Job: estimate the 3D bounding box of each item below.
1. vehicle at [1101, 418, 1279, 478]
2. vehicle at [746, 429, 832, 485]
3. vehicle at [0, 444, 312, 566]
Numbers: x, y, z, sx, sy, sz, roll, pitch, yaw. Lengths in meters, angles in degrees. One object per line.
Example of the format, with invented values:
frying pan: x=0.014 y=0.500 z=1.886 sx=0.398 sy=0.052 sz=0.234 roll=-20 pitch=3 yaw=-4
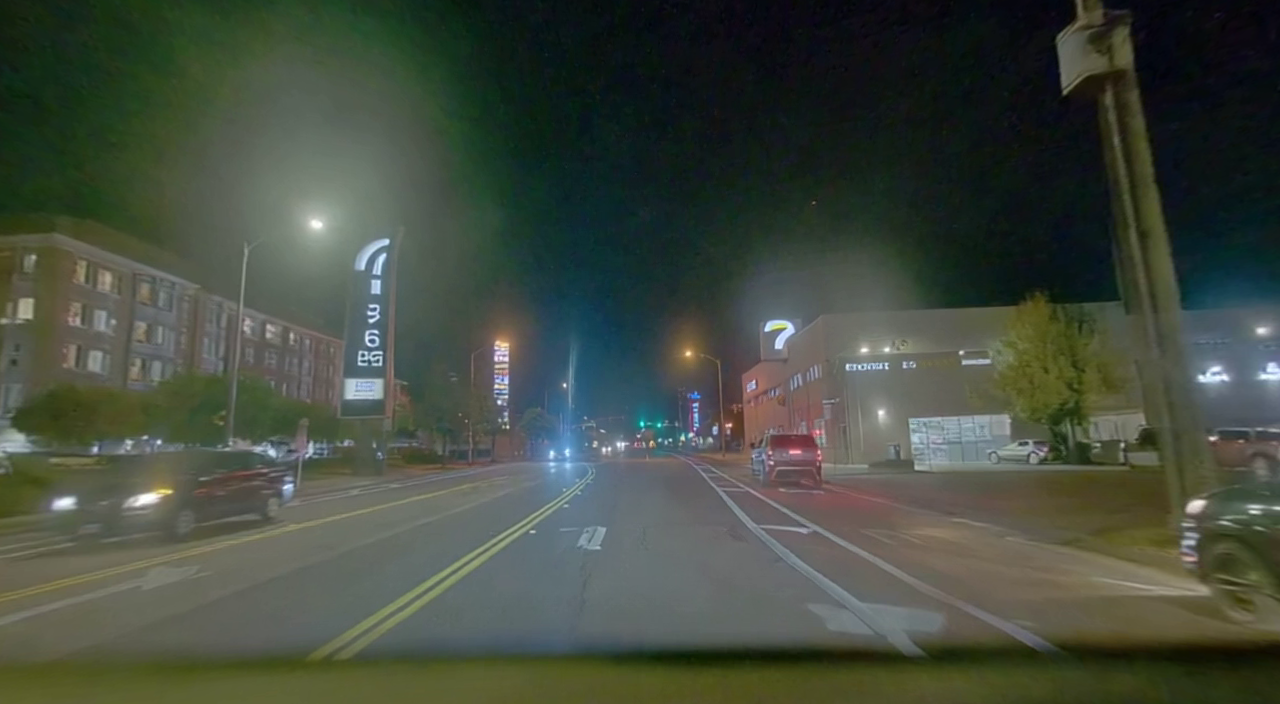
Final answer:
vehicle: x=17.130 y=2.985 z=19.508 sx=4.159 sy=1.721 sz=1.994 roll=1 pitch=-9 yaw=-6
vehicle: x=5.452 y=3.909 z=23.732 sx=2.182 sy=1.850 sz=4.705 roll=0 pitch=-9 yaw=2
vehicle: x=-7.389 y=2.202 z=9.979 sx=1.913 sy=1.464 sz=4.526 roll=0 pitch=-8 yaw=0
